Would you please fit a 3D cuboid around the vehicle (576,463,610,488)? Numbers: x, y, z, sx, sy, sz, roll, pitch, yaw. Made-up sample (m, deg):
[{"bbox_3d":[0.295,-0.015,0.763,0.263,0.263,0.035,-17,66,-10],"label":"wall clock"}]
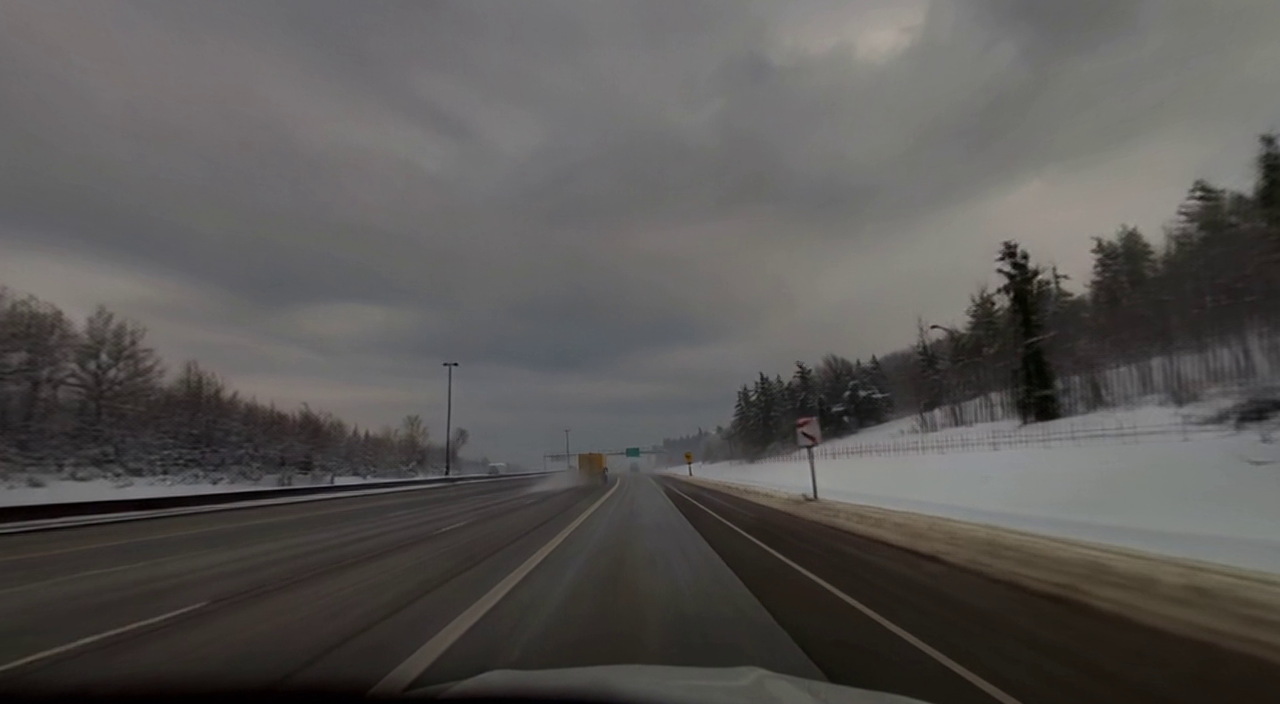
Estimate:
[{"bbox_3d":[-3.223,8.574,43.893,2.092,1.642,3.895,1,-11,-1],"label":"vehicle"}]
